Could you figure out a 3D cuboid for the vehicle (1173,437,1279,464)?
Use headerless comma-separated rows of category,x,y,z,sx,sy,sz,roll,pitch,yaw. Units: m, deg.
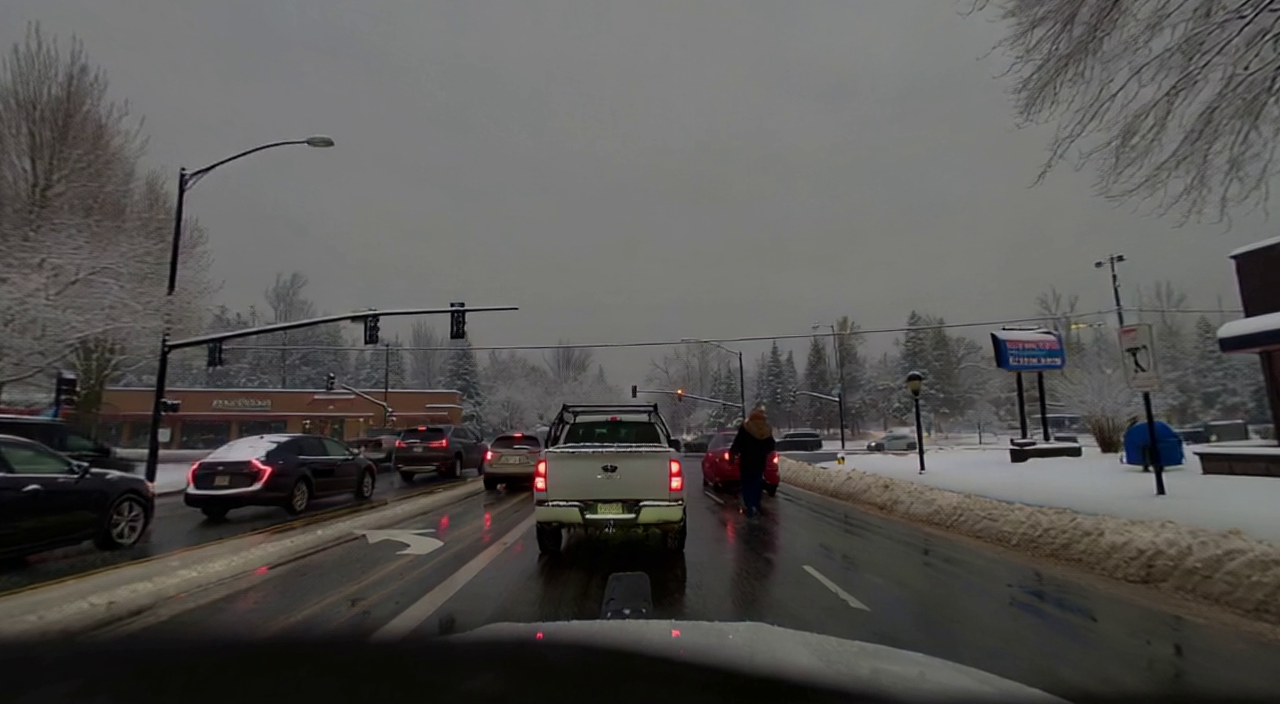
vehicle,29.706,4.946,31.677,4.176,1.313,1.719,0,-8,2

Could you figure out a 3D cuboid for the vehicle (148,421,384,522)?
vehicle,-7.151,2.324,12.779,1.941,1.655,4.503,0,-8,1

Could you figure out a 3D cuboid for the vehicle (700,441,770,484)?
vehicle,3.426,4.048,23.510,2.023,1.441,4.240,0,-8,1

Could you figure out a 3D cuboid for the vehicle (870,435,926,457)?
vehicle,20.088,7.318,49.052,4.361,1.653,2.034,6,-11,-37

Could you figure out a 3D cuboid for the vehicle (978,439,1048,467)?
vehicle,20.089,5.404,33.936,3.836,1.443,1.694,5,-10,-35

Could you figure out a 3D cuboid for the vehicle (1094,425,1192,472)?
vehicle,19.225,3.660,24.044,4.156,1.622,1.924,7,-11,-39

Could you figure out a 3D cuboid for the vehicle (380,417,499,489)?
vehicle,-6.481,3.332,21.023,2.496,2.112,4.351,0,-8,0

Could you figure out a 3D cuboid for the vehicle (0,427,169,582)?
vehicle,-6.963,1.422,5.849,1.831,1.451,4.382,0,-8,-1

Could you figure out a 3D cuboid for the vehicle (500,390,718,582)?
vehicle,-0.318,1.597,8.235,2.064,1.817,4.298,0,-8,-1
